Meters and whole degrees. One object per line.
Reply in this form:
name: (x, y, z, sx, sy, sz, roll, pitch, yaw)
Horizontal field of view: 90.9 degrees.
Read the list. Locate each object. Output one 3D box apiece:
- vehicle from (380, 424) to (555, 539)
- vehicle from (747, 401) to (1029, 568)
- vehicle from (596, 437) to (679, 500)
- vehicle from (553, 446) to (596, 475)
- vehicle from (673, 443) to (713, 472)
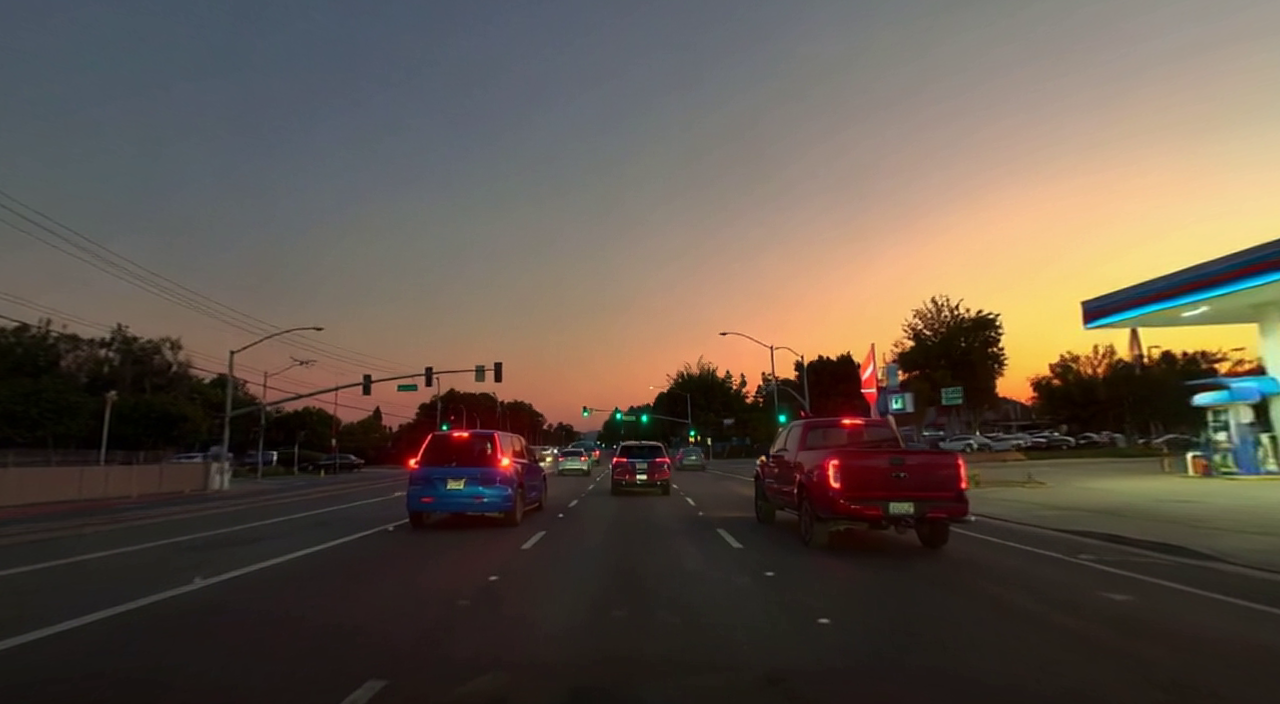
vehicle: (-2.928, 2.291, 11.824, 2.019, 1.731, 4.299, 0, -8, 0)
vehicle: (3.264, 1.890, 9.852, 2.161, 1.868, 5.321, 0, -8, -1)
vehicle: (-0.092, 3.367, 18.699, 2.181, 1.650, 4.083, 0, -8, -1)
vehicle: (-3.528, 5.915, 34.617, 1.954, 1.497, 4.078, 0, -8, 0)
vehicle: (3.289, 6.662, 40.161, 2.122, 1.745, 4.337, 0, -8, -1)
